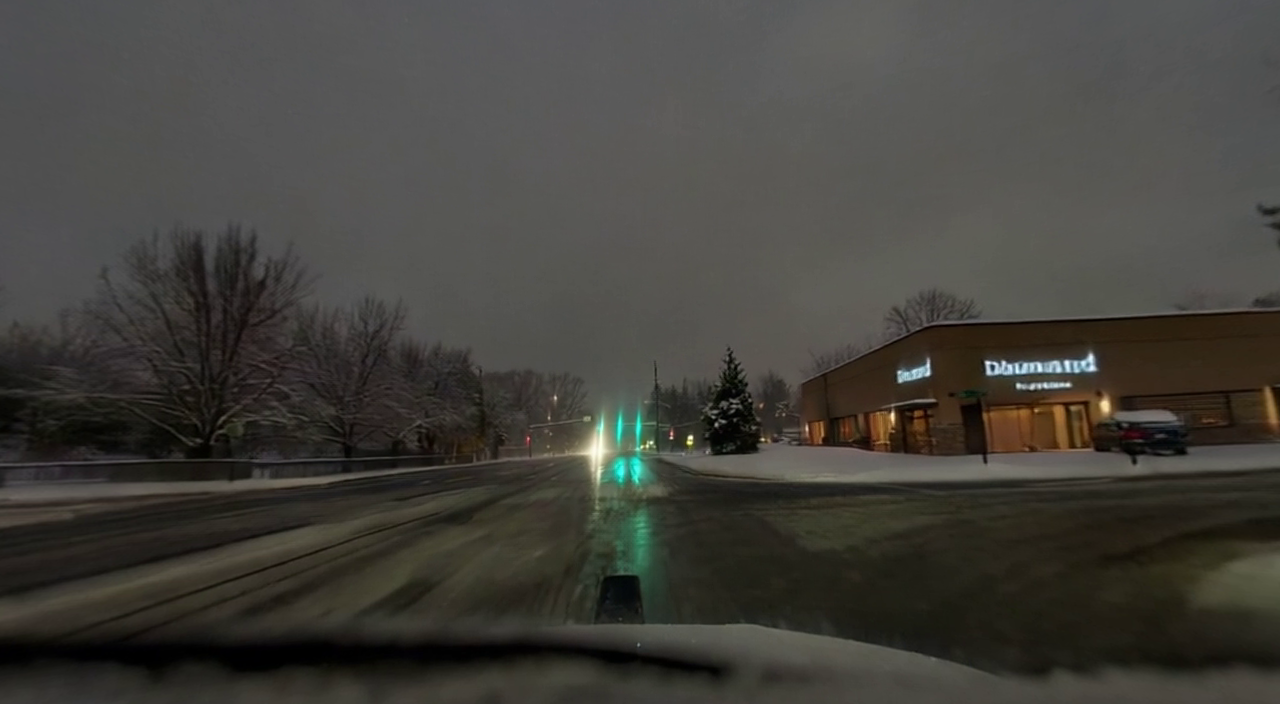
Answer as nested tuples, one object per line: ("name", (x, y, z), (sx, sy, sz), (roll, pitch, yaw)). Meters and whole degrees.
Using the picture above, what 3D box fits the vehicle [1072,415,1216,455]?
("vehicle", (21.828, 3.710, 27.695), (2.028, 1.584, 4.971), (0, -9, -3))
